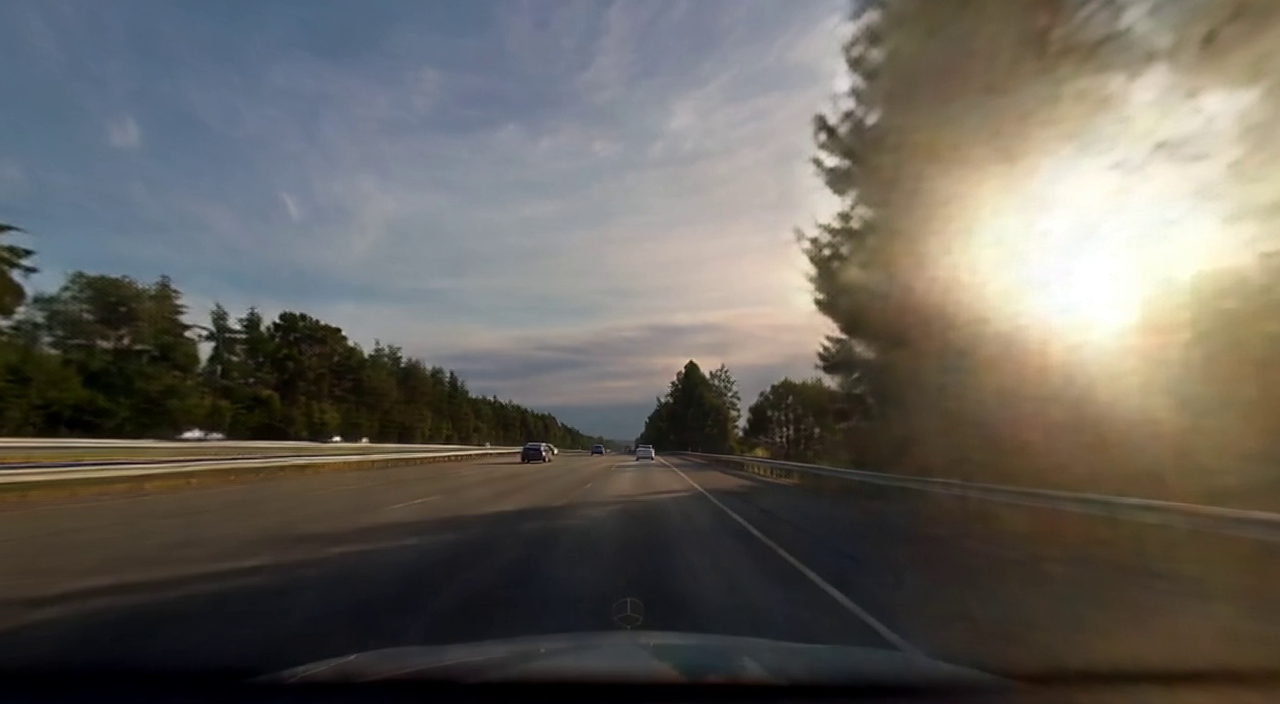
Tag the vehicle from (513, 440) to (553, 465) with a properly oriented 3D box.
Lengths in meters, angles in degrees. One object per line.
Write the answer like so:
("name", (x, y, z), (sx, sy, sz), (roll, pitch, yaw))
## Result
("vehicle", (-7.214, 6.840, 42.870), (1.972, 1.603, 3.891), (0, -8, 1))
